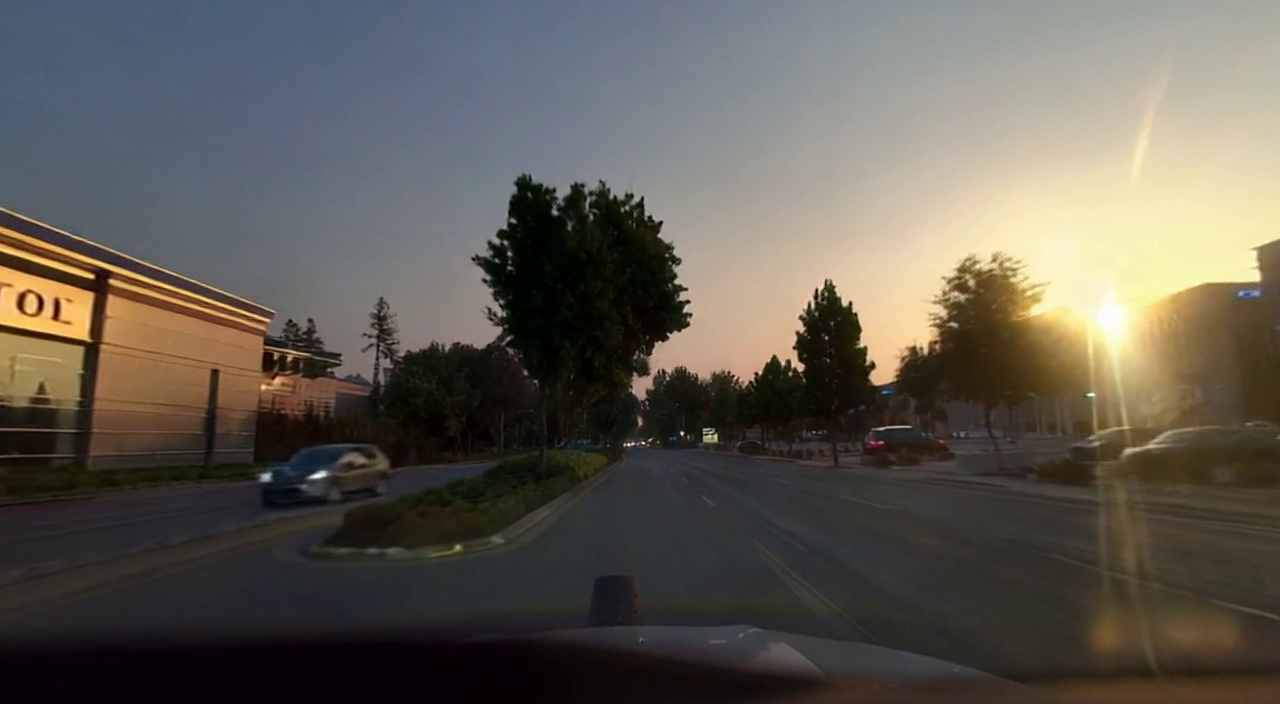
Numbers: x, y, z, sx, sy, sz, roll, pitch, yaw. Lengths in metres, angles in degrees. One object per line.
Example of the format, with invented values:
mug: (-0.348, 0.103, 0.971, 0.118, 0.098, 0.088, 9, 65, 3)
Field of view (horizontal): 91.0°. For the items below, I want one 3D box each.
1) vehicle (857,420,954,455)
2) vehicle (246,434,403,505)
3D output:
vehicle: (19.783, 6.389, 47.093, 6.174, 2.496, 2.349, 0, -9, -2)
vehicle: (-8.530, 3.204, 17.579, 2.046, 1.700, 4.439, 0, -9, 0)
